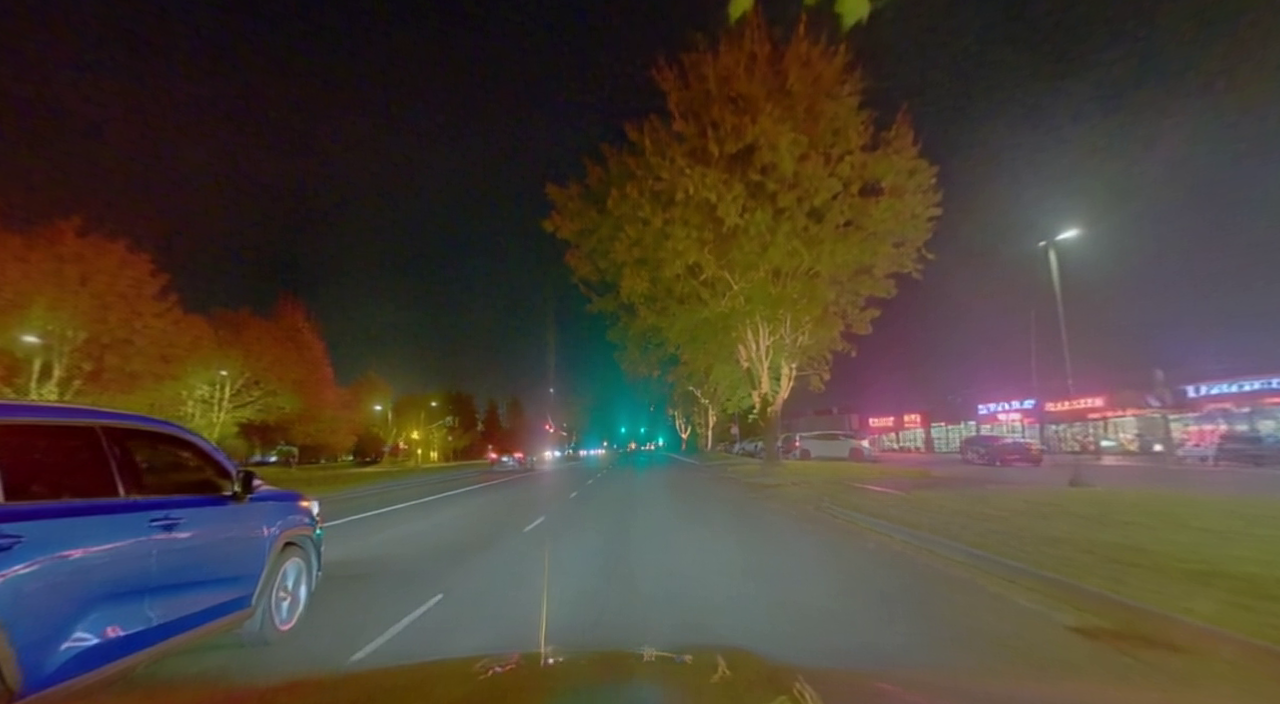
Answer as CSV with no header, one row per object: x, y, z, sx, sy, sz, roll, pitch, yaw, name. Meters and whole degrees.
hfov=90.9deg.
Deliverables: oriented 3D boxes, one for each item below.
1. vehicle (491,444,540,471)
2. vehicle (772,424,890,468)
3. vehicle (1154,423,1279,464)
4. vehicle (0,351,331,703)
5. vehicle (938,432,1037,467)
-7.359,6.263,37.690,1.990,1.483,4.410,0,-8,1,vehicle
8.870,4.423,29.650,5.031,1.951,2.184,-3,-9,15,vehicle
26.780,4.047,28.401,2.672,1.580,5.933,-3,-7,6,vehicle
-3.334,0.871,2.464,2.127,1.654,4.121,0,-8,0,vehicle
15.835,4.472,29.050,2.177,1.397,4.511,-3,-8,3,vehicle
